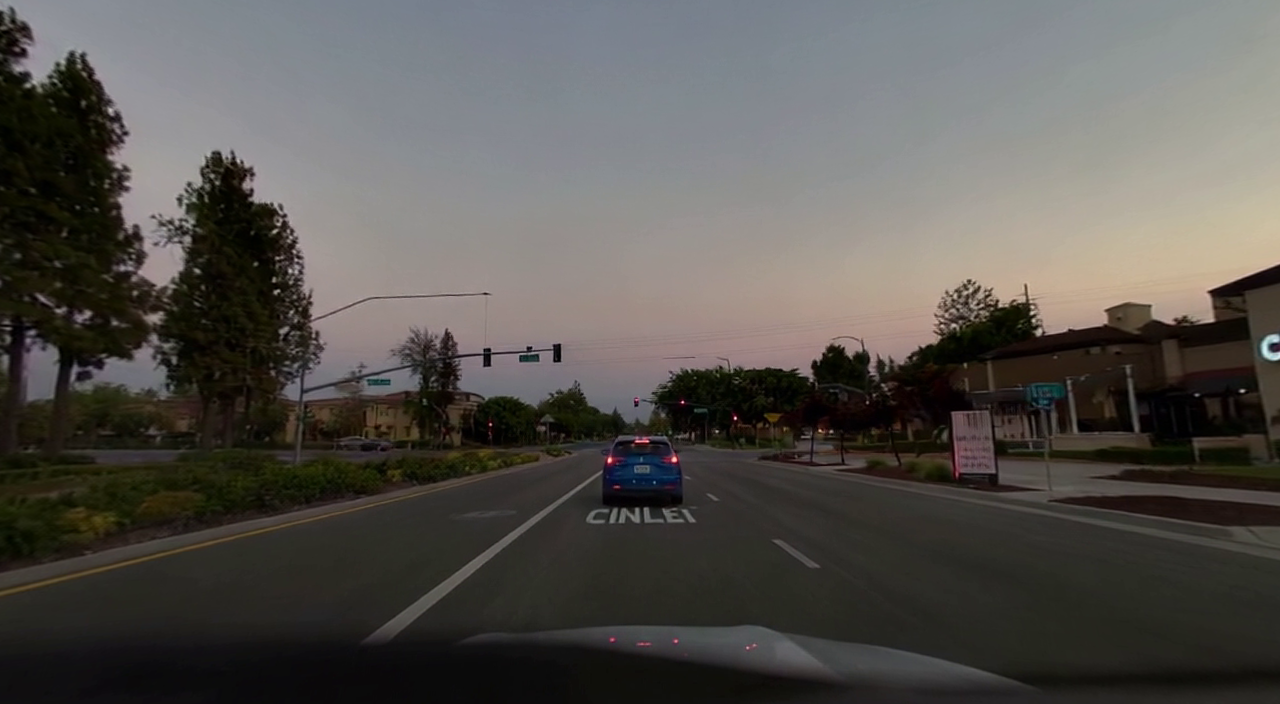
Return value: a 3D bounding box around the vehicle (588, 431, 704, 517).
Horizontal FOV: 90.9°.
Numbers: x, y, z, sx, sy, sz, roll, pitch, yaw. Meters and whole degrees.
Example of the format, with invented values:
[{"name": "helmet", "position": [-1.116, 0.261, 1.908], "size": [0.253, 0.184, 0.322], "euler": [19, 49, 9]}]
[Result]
[{"name": "vehicle", "position": [0.068, 2.464, 13.304], "size": [2.028, 1.478, 4.545], "euler": [0, -8, -1]}]
